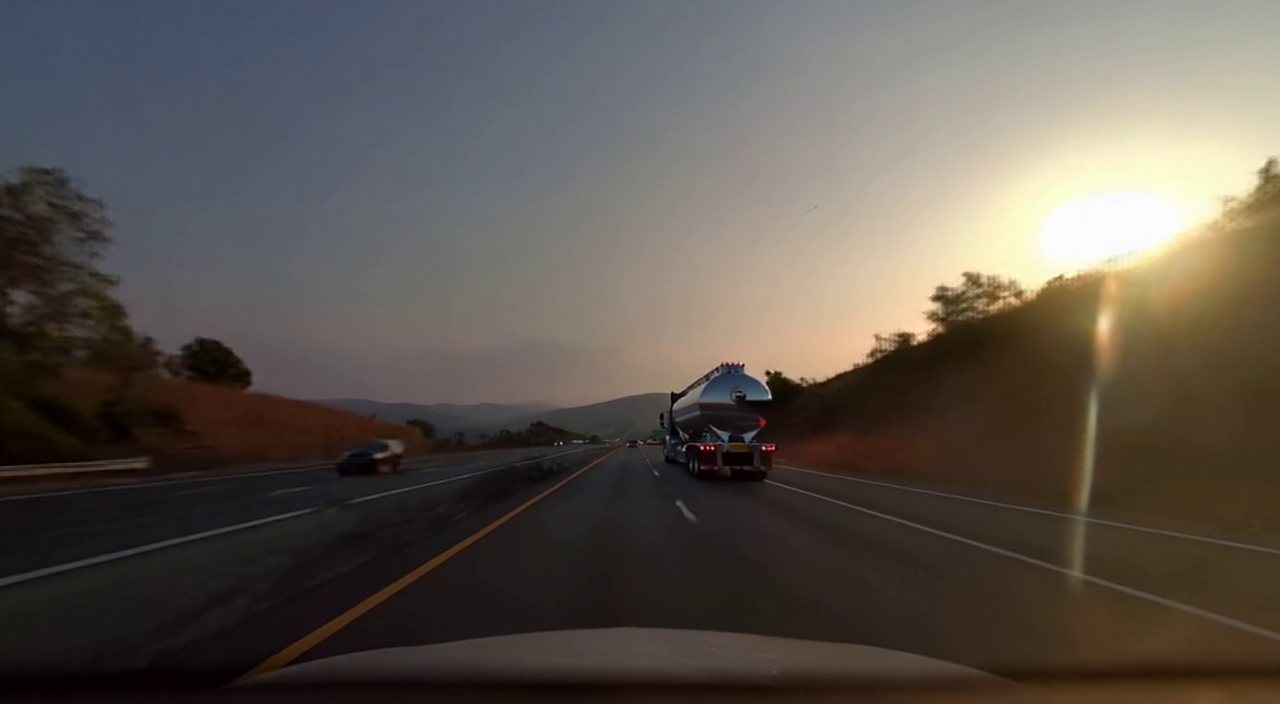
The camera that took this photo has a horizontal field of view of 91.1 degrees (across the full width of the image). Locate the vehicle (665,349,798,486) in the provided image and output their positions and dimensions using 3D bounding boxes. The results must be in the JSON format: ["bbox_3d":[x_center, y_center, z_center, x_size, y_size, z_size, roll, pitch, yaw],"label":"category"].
[{"bbox_3d":[2.708,2.556,22.916,2.946,3.745,11.516,0,-8,-1],"label":"vehicle"}]

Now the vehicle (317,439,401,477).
[{"bbox_3d":[-12.093,4.550,27.350,1.847,1.529,3.821,0,-8,0],"label":"vehicle"}]
